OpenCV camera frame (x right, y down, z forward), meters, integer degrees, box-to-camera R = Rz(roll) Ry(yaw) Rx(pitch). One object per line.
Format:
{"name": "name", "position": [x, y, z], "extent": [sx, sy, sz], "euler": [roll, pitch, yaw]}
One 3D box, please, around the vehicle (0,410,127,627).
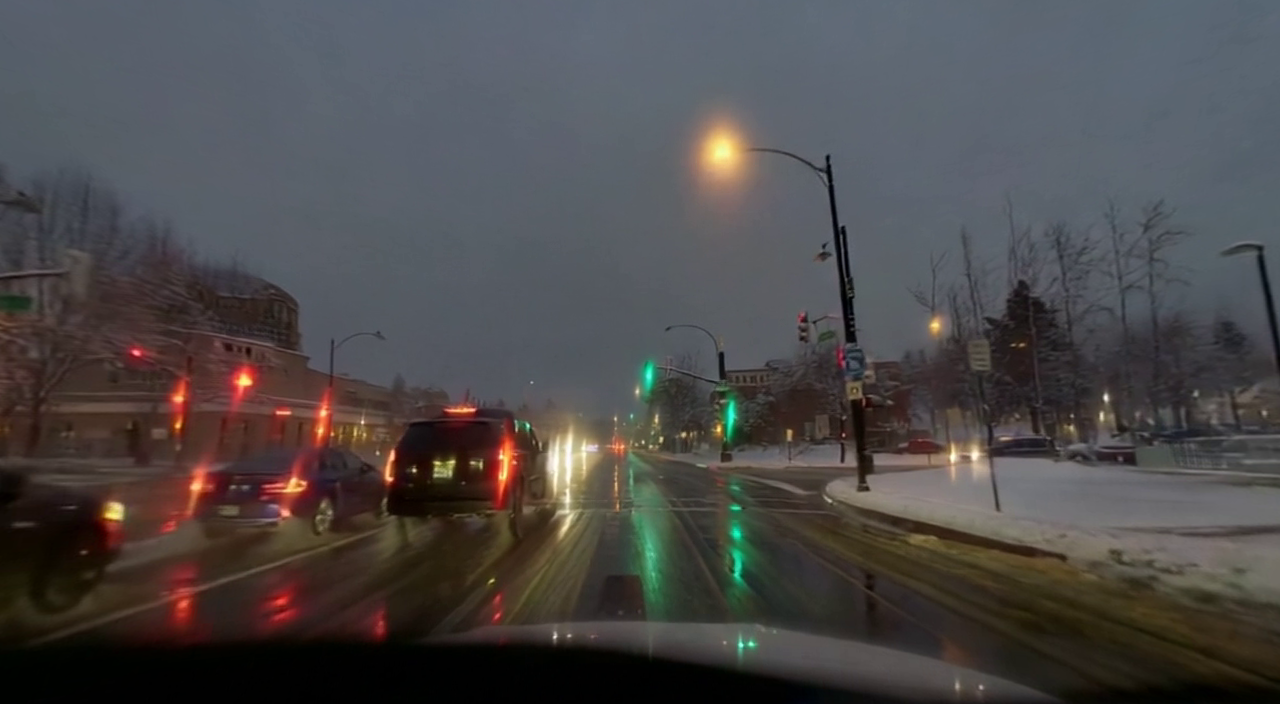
{"name": "vehicle", "position": [-6.028, 1.110, 3.682], "extent": [2.228, 1.652, 4.593], "euler": [0, -8, -1]}

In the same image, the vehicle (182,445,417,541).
{"name": "vehicle", "position": [-6.029, 2.494, 11.980], "extent": [1.982, 1.452, 4.463], "euler": [0, -8, 0]}

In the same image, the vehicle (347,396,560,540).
{"name": "vehicle", "position": [-3.138, 2.144, 12.293], "extent": [2.496, 2.155, 5.468], "euler": [0, -8, 0]}
